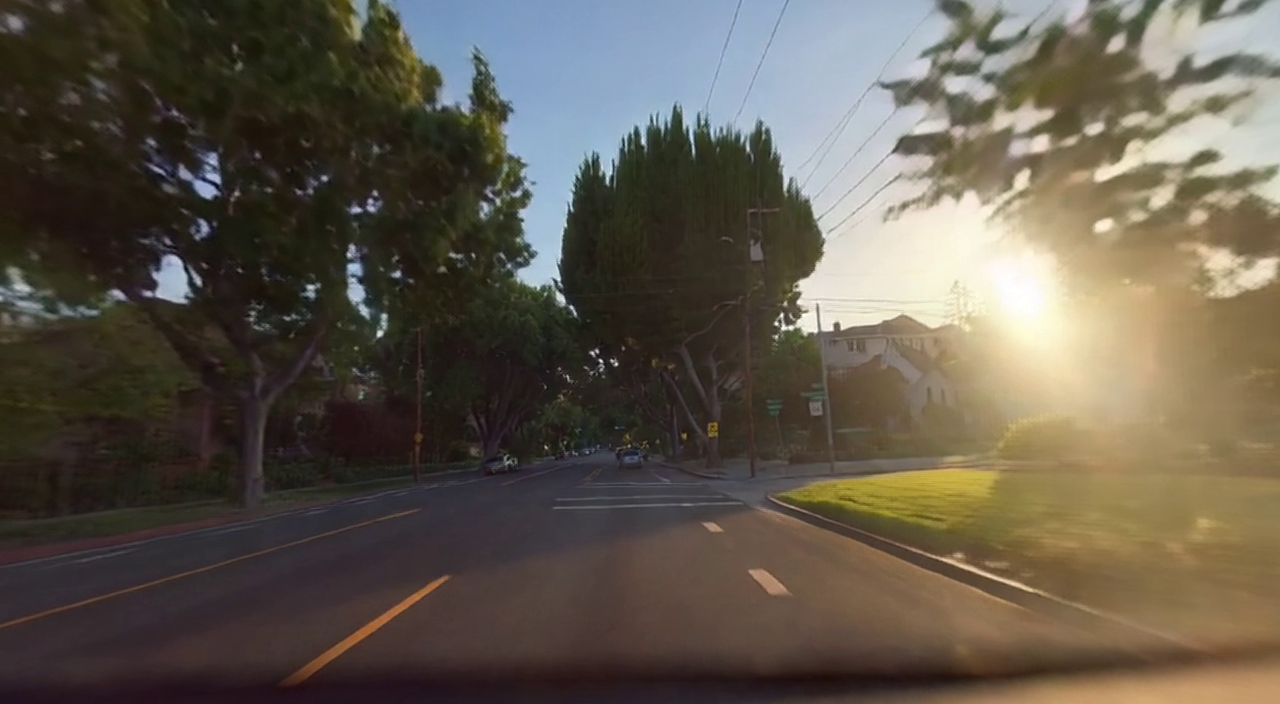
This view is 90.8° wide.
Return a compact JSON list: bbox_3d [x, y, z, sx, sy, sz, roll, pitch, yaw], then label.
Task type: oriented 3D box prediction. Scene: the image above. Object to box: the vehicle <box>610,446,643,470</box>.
[{"bbox_3d":[-0.929,7.159,42.874,2.104,1.500,3.815,0,-9,-2],"label":"vehicle"}]
